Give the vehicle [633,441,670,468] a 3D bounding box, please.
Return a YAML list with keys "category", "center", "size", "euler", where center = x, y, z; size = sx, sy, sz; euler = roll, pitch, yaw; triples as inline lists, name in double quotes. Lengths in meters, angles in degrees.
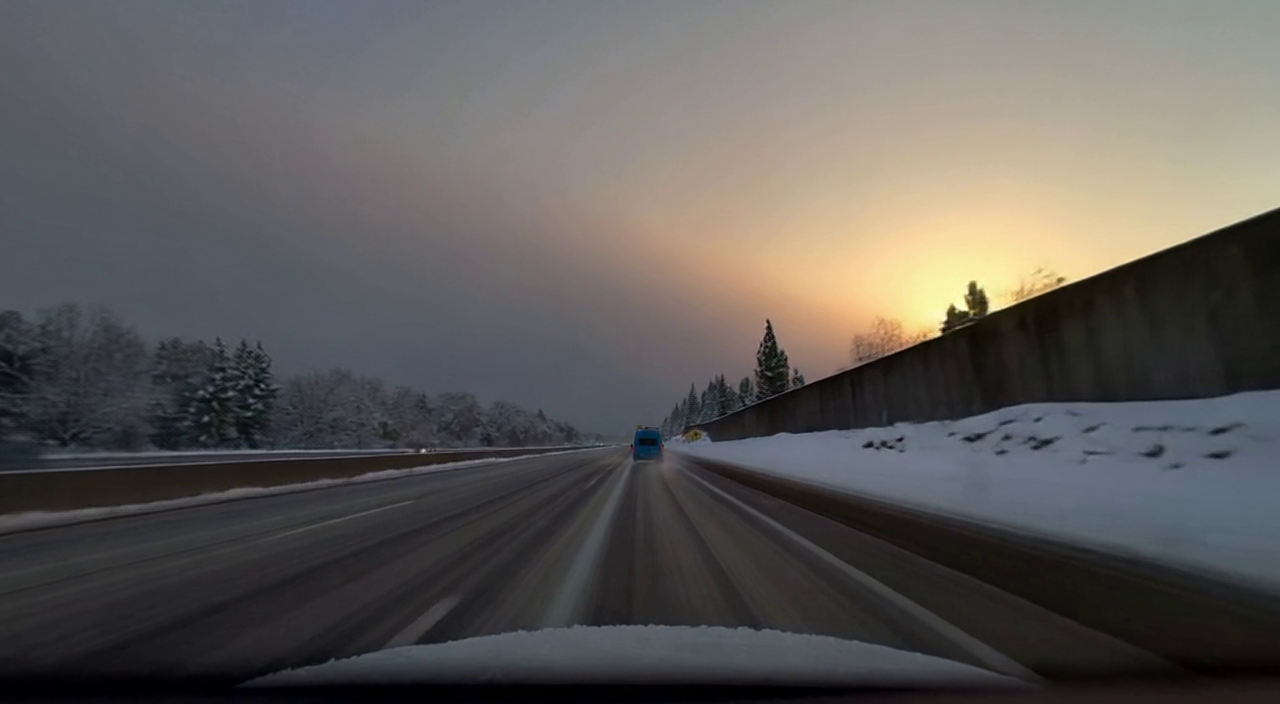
- category: "vehicle"
  center: [0.655, 5.845, 36.053]
  size: [1.997, 1.484, 3.409]
  euler: [0, -8, 0]
